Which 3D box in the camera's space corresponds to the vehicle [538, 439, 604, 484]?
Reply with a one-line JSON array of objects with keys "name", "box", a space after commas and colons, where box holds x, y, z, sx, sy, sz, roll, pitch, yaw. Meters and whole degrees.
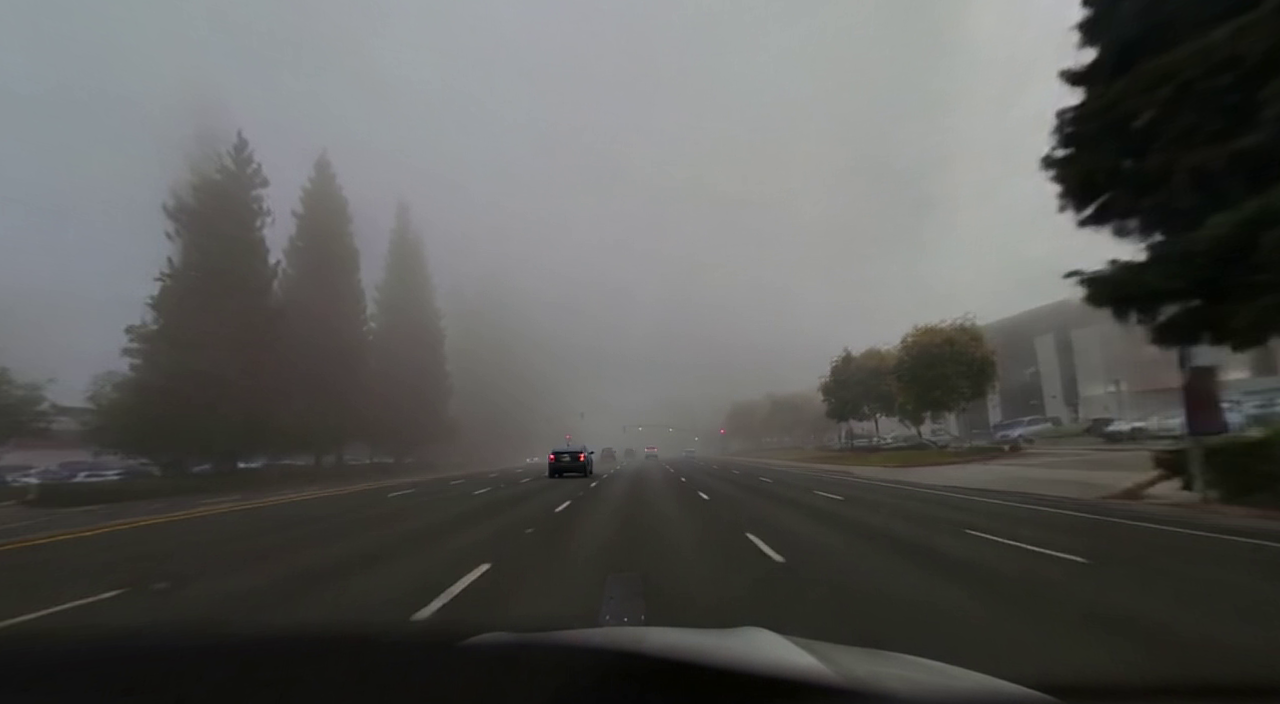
[{"name": "vehicle", "box": [-2.705, 4.453, 25.882, 2.121, 1.656, 4.559, -1, -9, 1]}]

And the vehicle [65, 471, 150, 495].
[{"name": "vehicle", "box": [-40.685, 10.030, 48.357, 2.118, 1.697, 4.886, -2, -11, 2]}]
